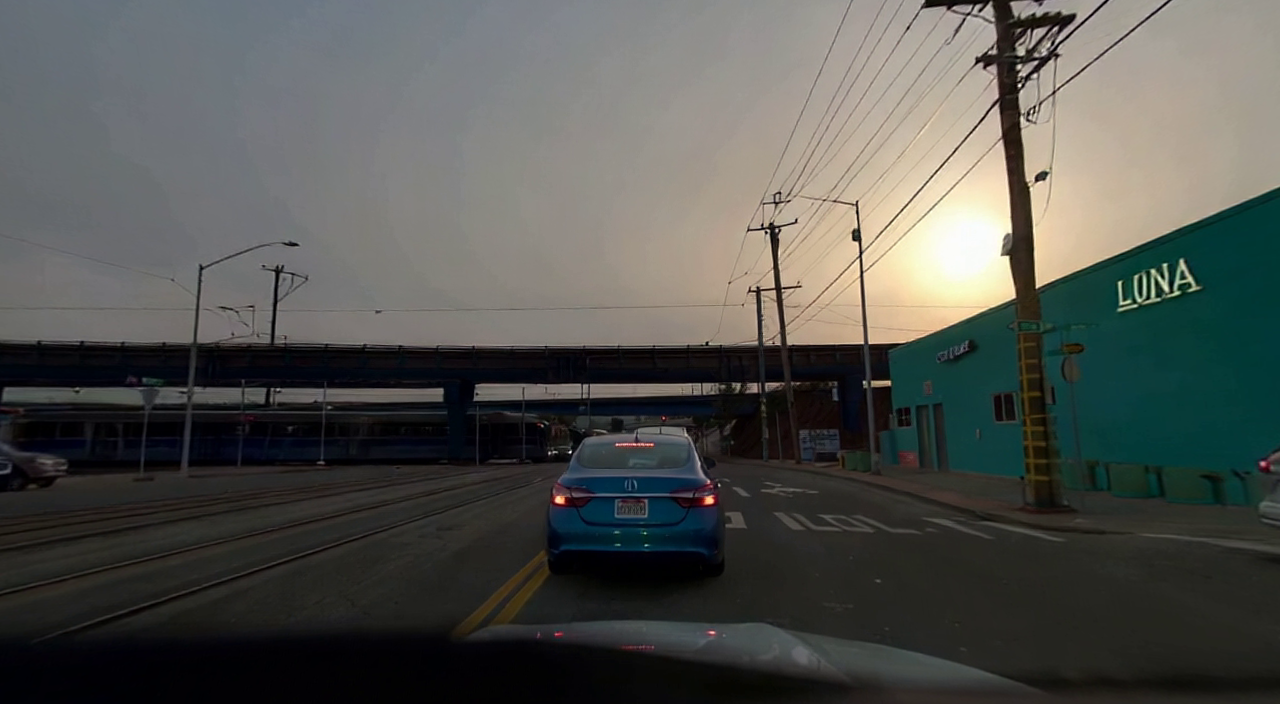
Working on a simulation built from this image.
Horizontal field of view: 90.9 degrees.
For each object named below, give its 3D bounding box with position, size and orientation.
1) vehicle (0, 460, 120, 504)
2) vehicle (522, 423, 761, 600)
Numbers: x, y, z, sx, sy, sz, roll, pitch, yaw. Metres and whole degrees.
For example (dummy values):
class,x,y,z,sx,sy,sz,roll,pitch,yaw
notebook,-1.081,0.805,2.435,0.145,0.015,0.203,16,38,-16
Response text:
class,x,y,z,sx,sy,sz,roll,pitch,yaw
vehicle,-21.934,4.674,22.841,4.566,1.453,1.935,-1,-9,5
vehicle,0.100,1.706,7.610,2.090,1.518,4.033,-1,-9,3
